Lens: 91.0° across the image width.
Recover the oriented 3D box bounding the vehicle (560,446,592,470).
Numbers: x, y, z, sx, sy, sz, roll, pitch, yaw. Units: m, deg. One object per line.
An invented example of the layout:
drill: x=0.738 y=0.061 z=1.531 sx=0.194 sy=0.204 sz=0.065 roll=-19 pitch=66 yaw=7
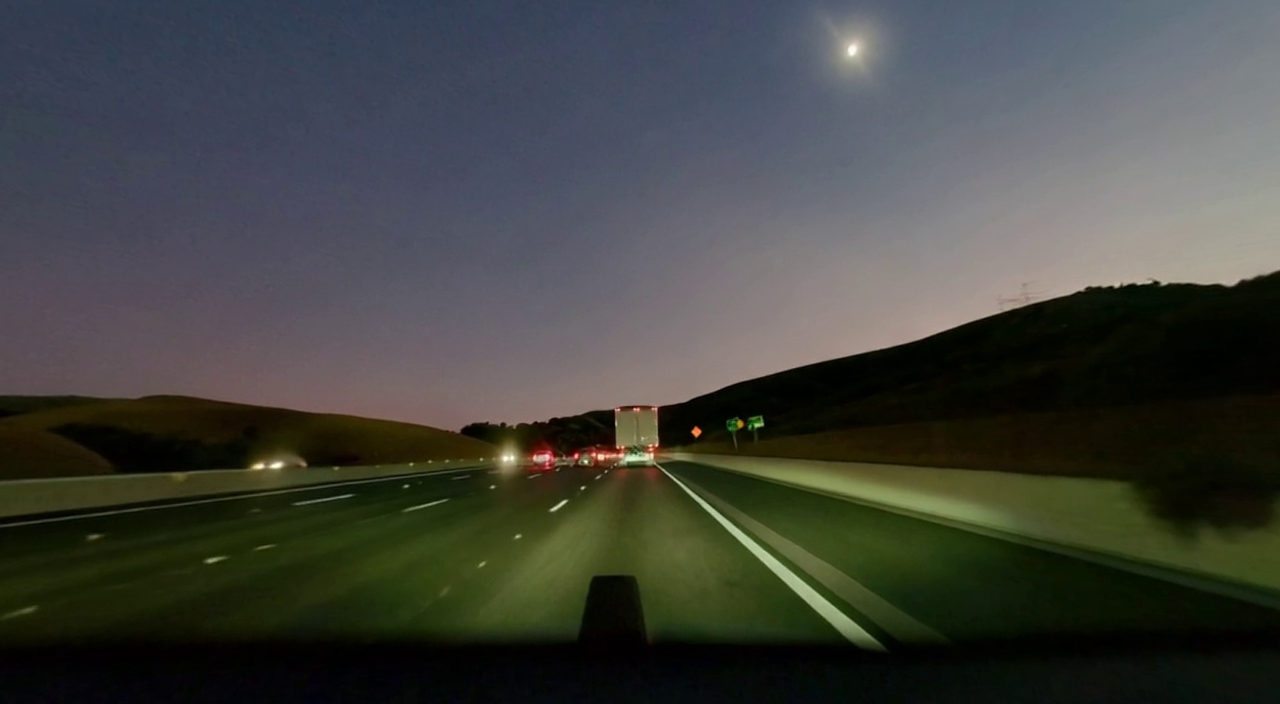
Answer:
vehicle: x=-4.897 y=8.153 z=48.526 sx=2.053 sy=1.746 sz=4.508 roll=0 pitch=-9 yaw=-1

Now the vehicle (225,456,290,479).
vehicle: x=-28.876 y=8.713 z=47.737 sx=1.883 sy=1.557 sz=4.741 roll=0 pitch=-9 yaw=1

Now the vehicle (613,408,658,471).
vehicle: x=-0.211 y=6.739 z=48.021 sx=3.039 sy=4.131 sz=11.822 roll=0 pitch=-9 yaw=1
